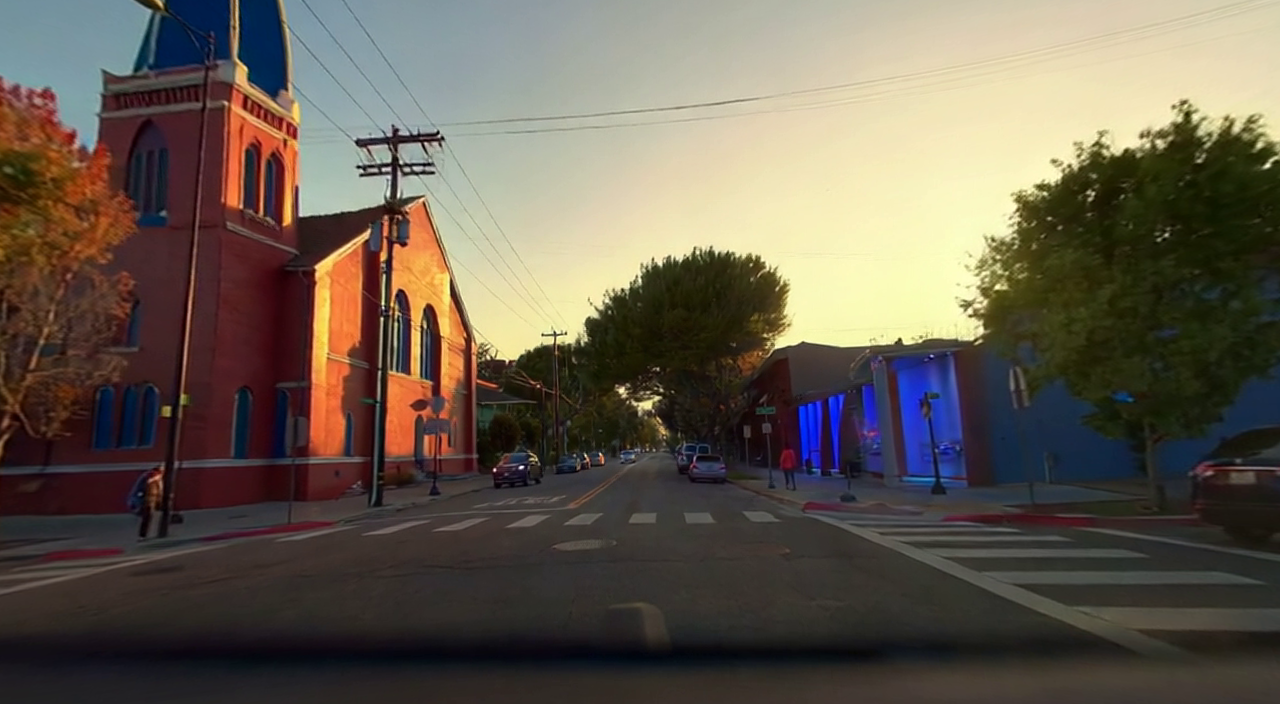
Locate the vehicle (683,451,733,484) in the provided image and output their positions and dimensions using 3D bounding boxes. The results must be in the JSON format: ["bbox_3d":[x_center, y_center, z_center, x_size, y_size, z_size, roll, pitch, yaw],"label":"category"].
[{"bbox_3d":[3.224,5.611,31.019,1.966,1.471,4.552,0,-9,0],"label":"vehicle"}]

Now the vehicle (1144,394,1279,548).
[{"bbox_3d":[10.133,1.529,8.301,5.100,1.806,2.124,0,-9,0],"label":"vehicle"}]

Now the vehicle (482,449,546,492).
[{"bbox_3d":[-6.254,5.913,31.920,2.140,1.746,4.385,-4,-8,1],"label":"vehicle"}]
